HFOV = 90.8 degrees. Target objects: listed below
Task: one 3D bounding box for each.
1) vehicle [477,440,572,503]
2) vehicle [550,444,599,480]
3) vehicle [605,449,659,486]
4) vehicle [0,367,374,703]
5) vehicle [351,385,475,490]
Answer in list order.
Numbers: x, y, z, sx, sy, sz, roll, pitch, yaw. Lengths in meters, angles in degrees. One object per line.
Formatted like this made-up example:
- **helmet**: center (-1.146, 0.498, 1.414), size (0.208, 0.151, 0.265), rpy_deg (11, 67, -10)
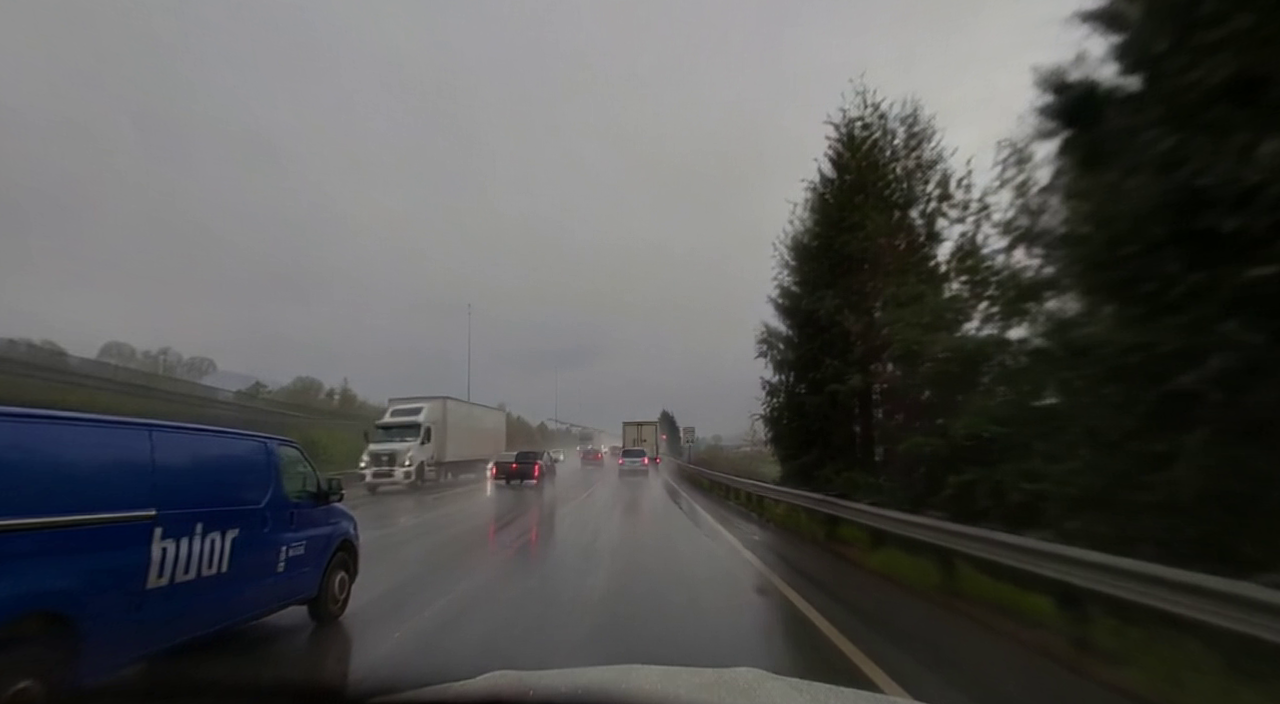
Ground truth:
- **vehicle**: center (-3.212, 3.402, 18.382), size (1.937, 1.600, 4.141), rpy_deg (0, -9, 1)
- **vehicle**: center (-3.176, 5.428, 31.441), size (1.994, 1.663, 4.047), rpy_deg (0, -9, 0)
- **vehicle**: center (-0.323, 4.781, 26.500), size (2.095, 1.393, 3.908), rpy_deg (0, -9, -1)
- **vehicle**: center (-3.339, 1.035, 3.064), size (2.117, 1.688, 4.582), rpy_deg (0, -9, -1)
- **vehicle**: center (-9.900, 3.900, 28.483), size (3.178, 4.169, 6.323), rpy_deg (0, -9, 0)
